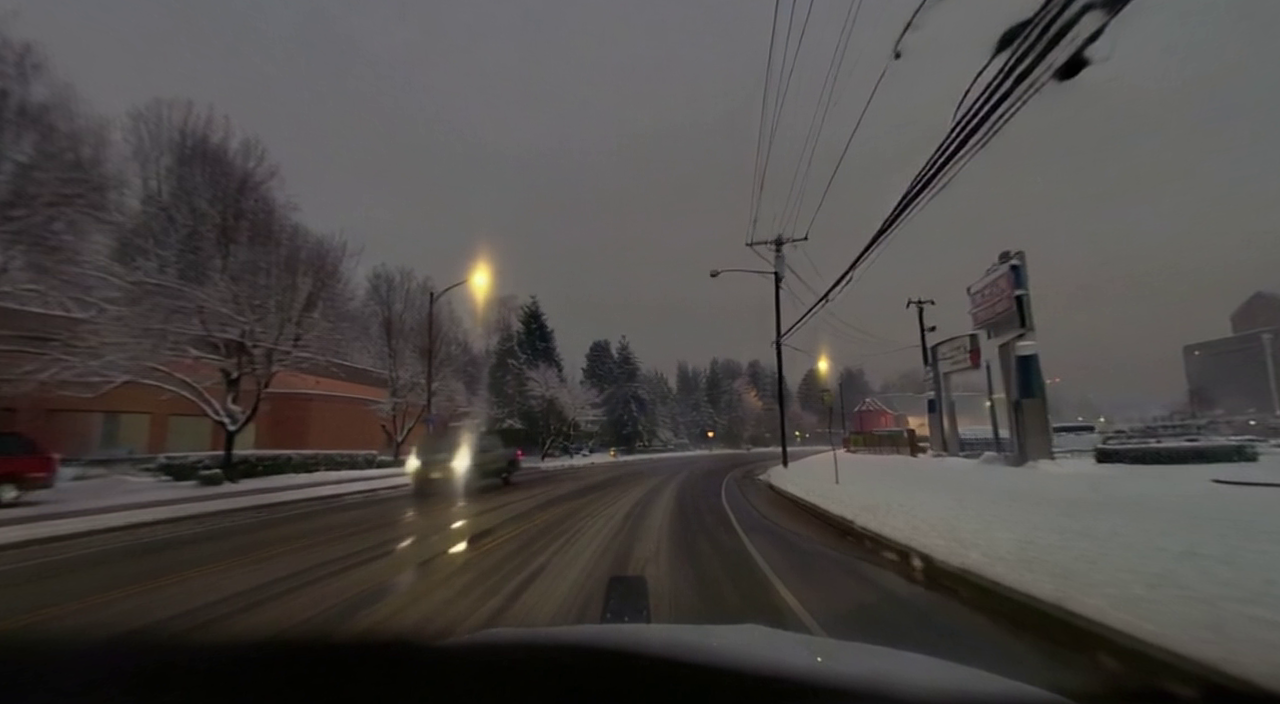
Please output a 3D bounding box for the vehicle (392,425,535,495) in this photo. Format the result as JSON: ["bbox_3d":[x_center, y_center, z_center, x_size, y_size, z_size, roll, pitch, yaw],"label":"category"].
[{"bbox_3d":[-5.493,3.480,20.685,2.490,1.961,5.553,-1,-9,7],"label":"vehicle"}]

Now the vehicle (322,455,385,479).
[{"bbox_3d":[-19.652,7.827,43.174,4.606,1.463,1.940,-7,-11,38],"label":"vehicle"}]
